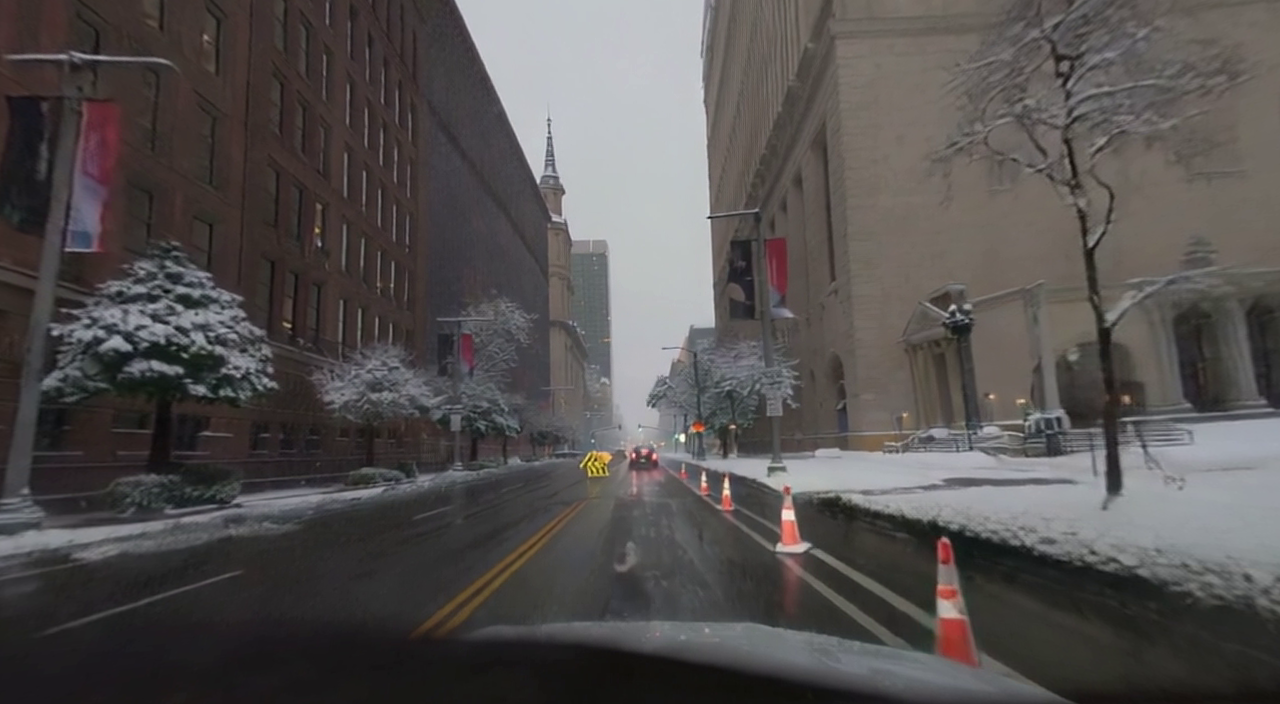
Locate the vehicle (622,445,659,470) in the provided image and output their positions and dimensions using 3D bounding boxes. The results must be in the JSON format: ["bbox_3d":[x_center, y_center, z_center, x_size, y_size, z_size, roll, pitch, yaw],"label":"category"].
[{"bbox_3d":[0.015,6.613,39.799,2.216,1.492,4.725,0,-9,0],"label":"vehicle"}]
